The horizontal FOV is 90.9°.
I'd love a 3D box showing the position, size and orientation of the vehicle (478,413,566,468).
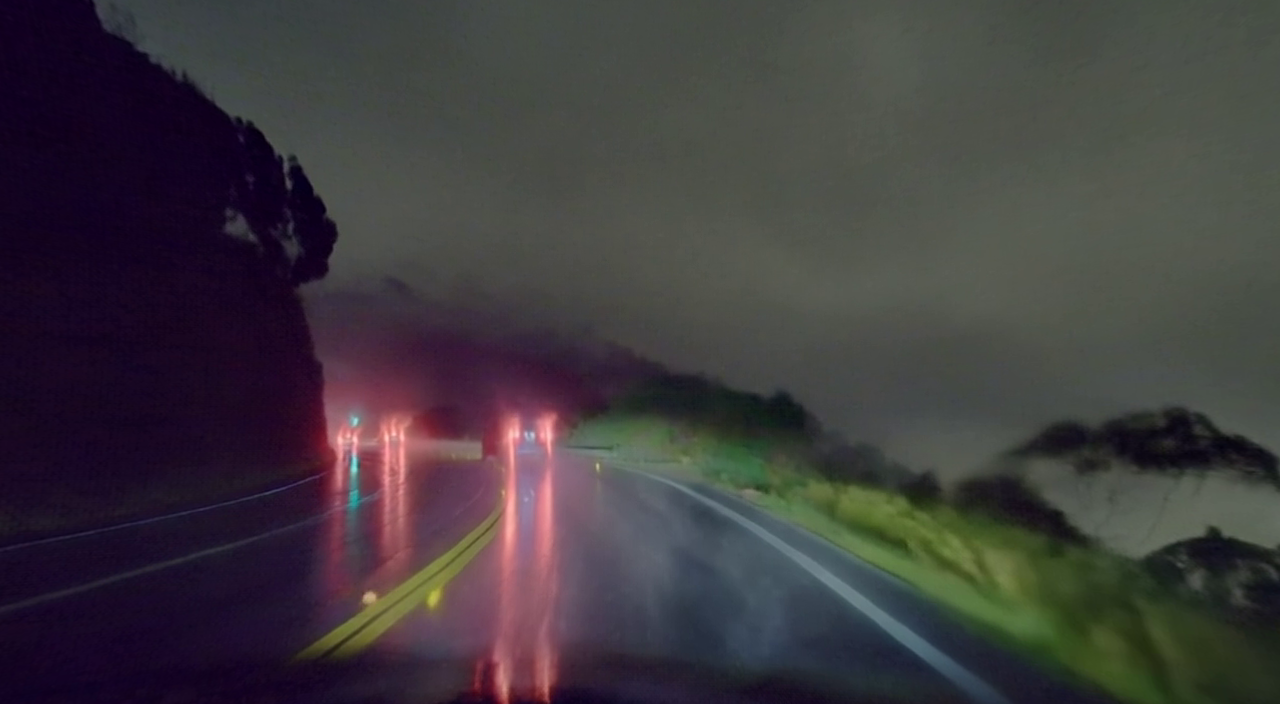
[{"bbox_3d":[-4.927,3.615,25.544,2.500,1.961,5.637,3,-9,-20],"label":"vehicle"}]
